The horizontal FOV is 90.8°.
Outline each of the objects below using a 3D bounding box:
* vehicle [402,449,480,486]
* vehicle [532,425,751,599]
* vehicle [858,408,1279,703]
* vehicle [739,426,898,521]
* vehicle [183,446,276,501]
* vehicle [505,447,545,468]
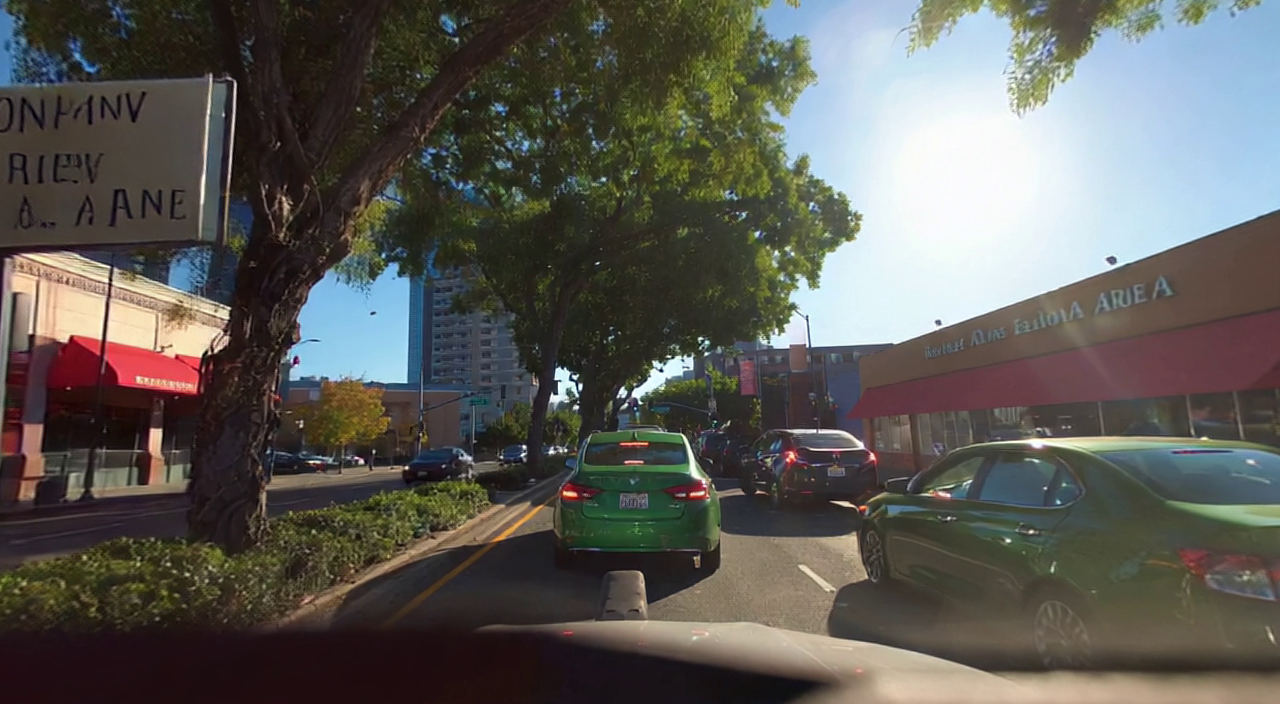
[{"bbox_3d":[-8.221,4.778,26.505,1.850,1.417,4.321,0,-9,0],"label":"vehicle"},{"bbox_3d":[-0.003,1.659,7.312,1.887,1.487,3.535,0,-9,0],"label":"vehicle"},{"bbox_3d":[3.299,1.261,4.482,1.988,1.480,4.195,0,-9,0],"label":"vehicle"},{"bbox_3d":[3.517,2.490,13.415,2.025,1.660,4.263,0,-9,-1],"label":"vehicle"},{"bbox_3d":[-14.934,4.368,23.246,2.072,1.773,4.329,3,-9,-23],"label":"vehicle"},{"bbox_3d":[-8.505,7.790,46.978,2.169,1.477,4.168,0,-9,0],"label":"vehicle"}]
